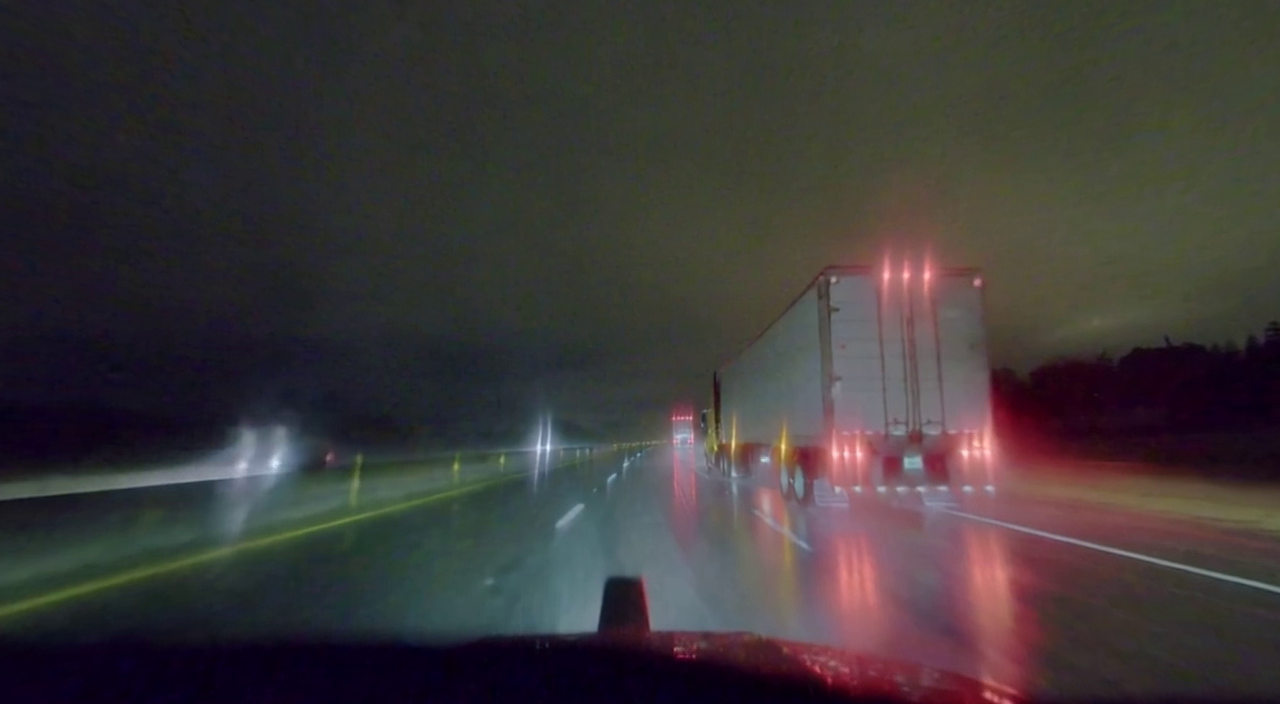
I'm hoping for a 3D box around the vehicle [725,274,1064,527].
[{"bbox_3d":[4.902,1.778,17.056,3.485,3.975,14.489,0,-8,1],"label":"vehicle"}]

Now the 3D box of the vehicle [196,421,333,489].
[{"bbox_3d":[-19.604,5.434,33.420,2.652,3.205,7.070,0,-8,2],"label":"vehicle"}]
